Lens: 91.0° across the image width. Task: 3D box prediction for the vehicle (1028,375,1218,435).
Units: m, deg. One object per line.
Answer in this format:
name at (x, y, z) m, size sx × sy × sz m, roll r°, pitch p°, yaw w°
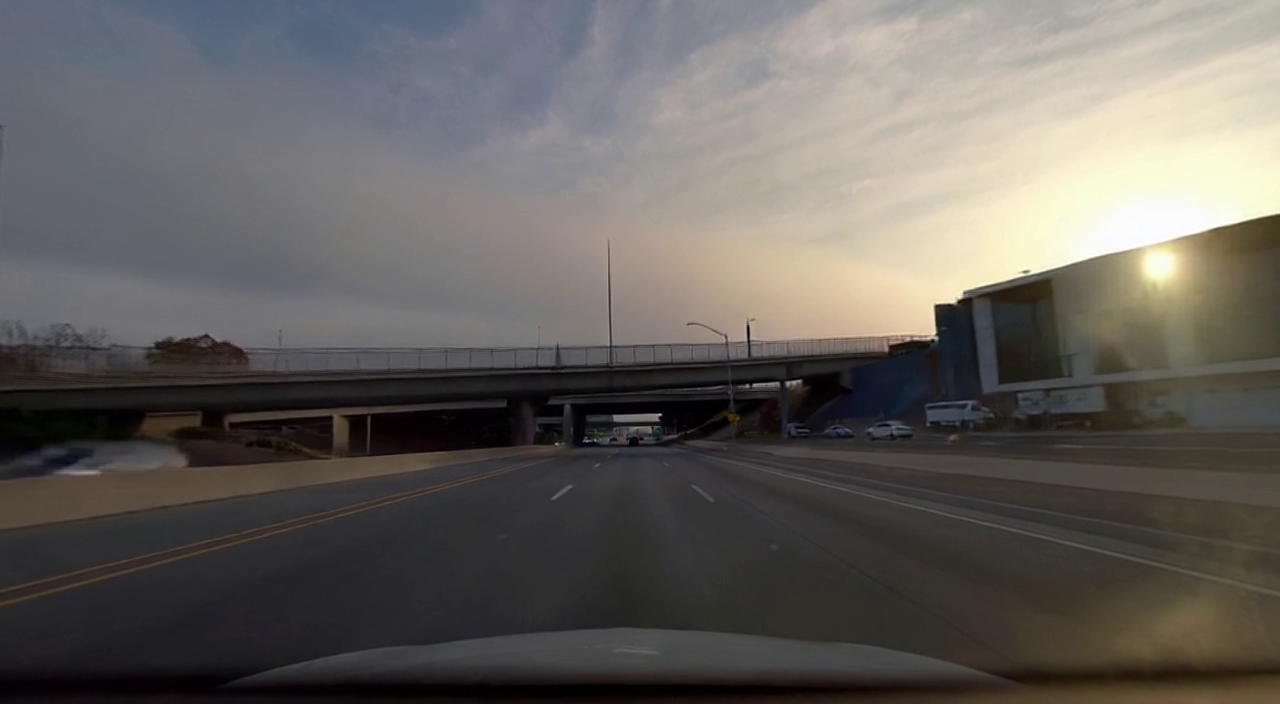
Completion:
vehicle at (33.087, 3.999, 44.341) m, size 2.930 × 3.454 × 12.572 m, roll -3°, pitch -8°, yaw -2°
